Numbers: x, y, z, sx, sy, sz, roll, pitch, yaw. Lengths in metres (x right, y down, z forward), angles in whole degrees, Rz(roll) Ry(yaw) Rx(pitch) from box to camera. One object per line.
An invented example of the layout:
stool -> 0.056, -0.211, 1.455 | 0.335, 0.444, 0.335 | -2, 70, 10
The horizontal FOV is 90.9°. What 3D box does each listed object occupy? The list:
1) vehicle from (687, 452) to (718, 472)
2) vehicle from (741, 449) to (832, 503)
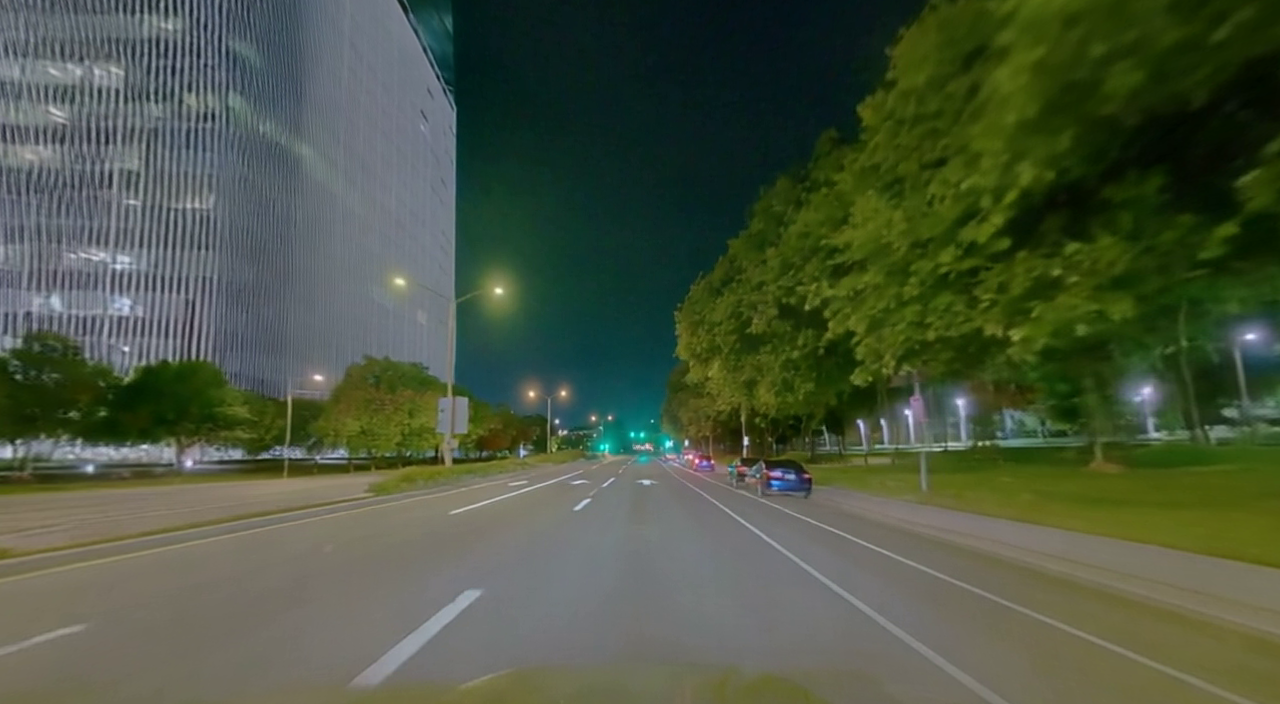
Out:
vehicle -> 4.844, 8.580, 49.264 | 1.872, 1.420, 4.201 | 0, -8, -1
vehicle -> 4.654, 3.979, 20.741 | 1.909, 1.503, 4.368 | 0, -8, 0
